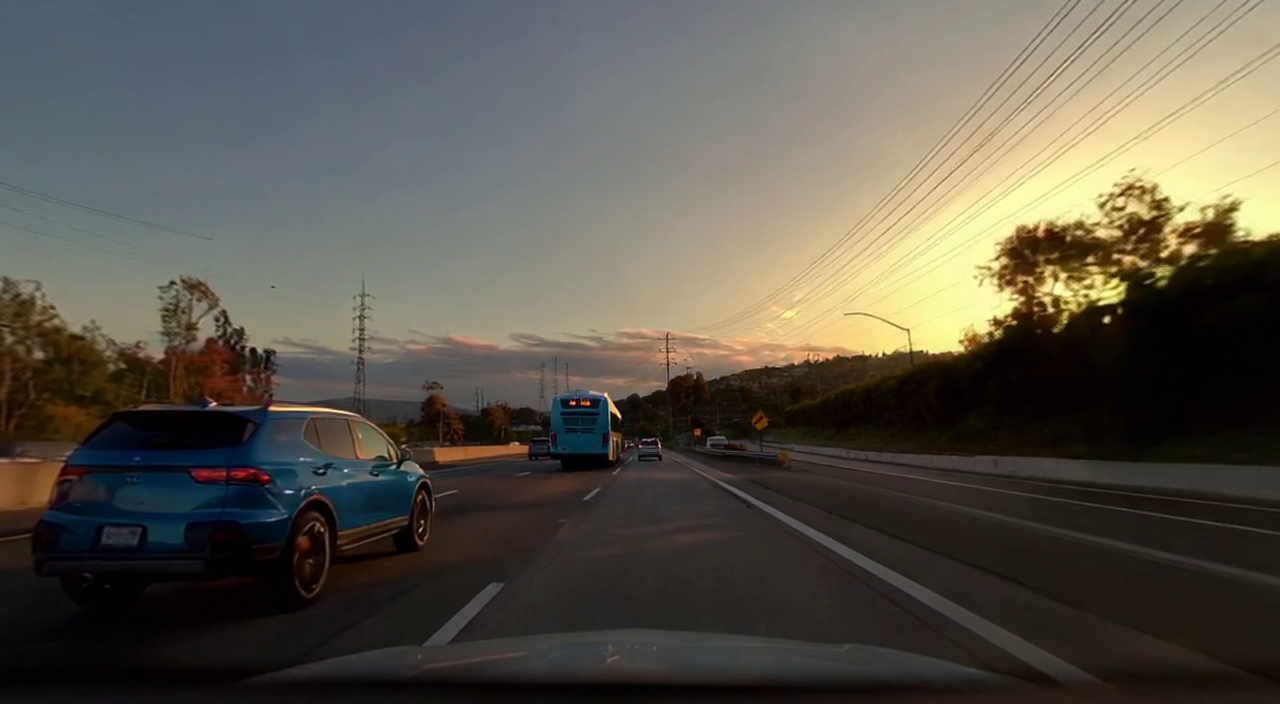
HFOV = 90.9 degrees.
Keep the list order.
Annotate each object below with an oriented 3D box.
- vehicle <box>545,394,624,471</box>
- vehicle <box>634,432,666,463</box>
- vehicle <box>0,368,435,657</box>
[{"bbox_3d":[-2.863,4.823,36.909,3.382,3.712,11.766,1,-9,1],"label":"vehicle"},{"bbox_3d":[0.675,6.577,43.443,2.083,2.001,4.782,0,-8,1],"label":"vehicle"},{"bbox_3d":[-3.707,1.274,5.980,2.021,1.730,4.223,0,-8,1],"label":"vehicle"}]
